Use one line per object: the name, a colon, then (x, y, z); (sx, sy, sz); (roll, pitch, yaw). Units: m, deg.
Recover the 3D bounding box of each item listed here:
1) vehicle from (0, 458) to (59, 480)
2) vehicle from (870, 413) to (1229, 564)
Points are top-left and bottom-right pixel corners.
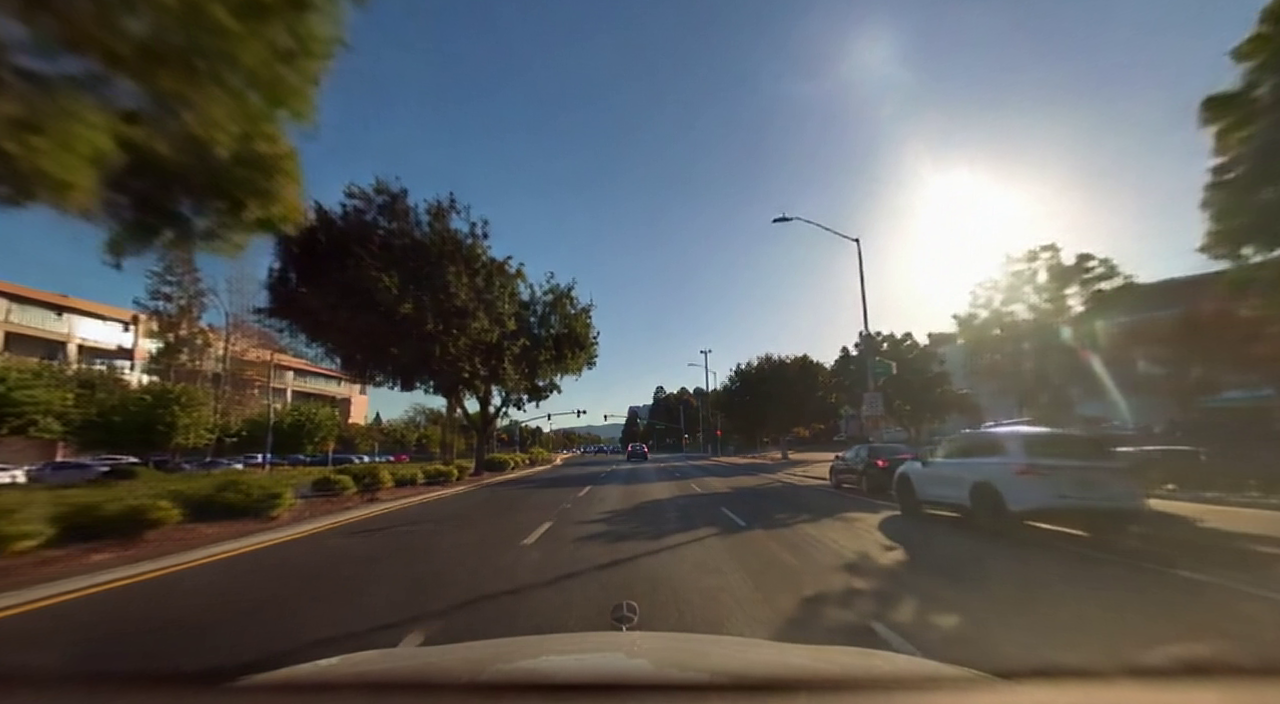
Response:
vehicle: (-45.054, 8.619, 46.658); (1.898, 1.449, 4.524); (4, -10, -27)
vehicle: (5.877, 2.023, 10.181); (2.295, 1.804, 4.971); (0, -9, -2)
